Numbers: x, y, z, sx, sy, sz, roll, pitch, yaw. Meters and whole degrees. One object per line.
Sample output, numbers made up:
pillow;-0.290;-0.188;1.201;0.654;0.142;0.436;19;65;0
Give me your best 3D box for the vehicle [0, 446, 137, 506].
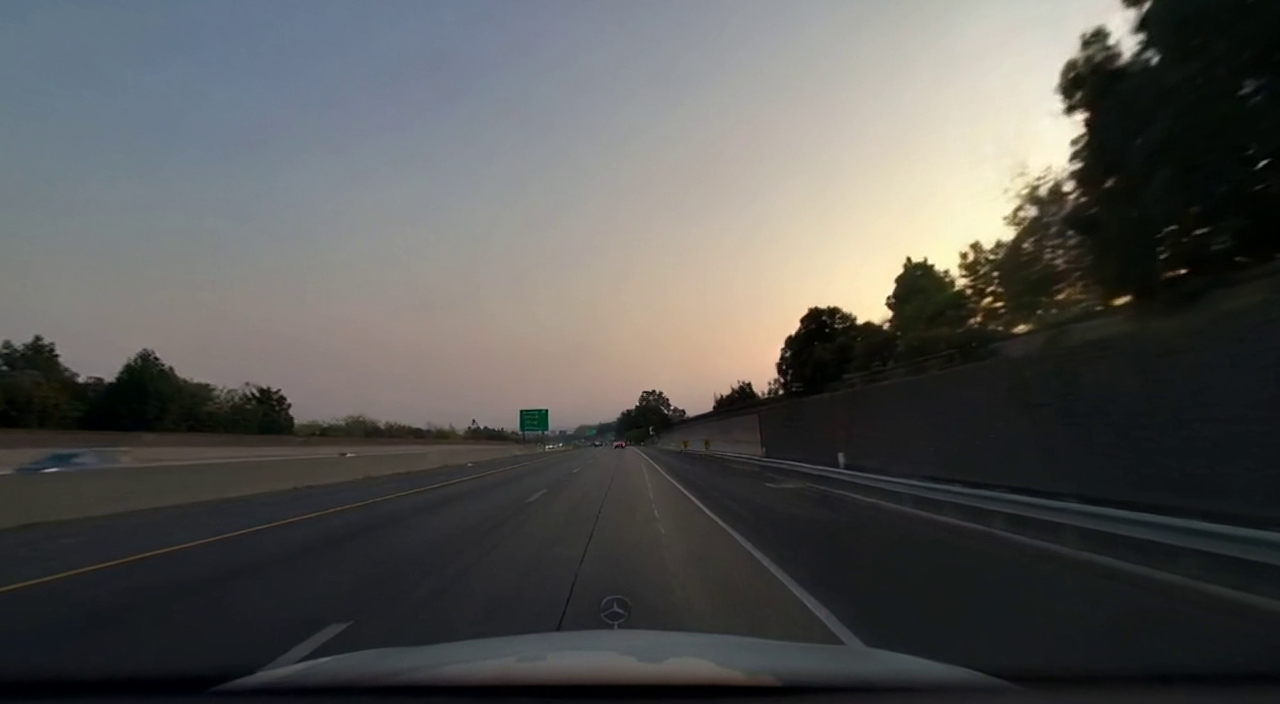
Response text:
vehicle;-17.825;3.642;18.992;1.950;1.558;4.121;0;-8;-2
